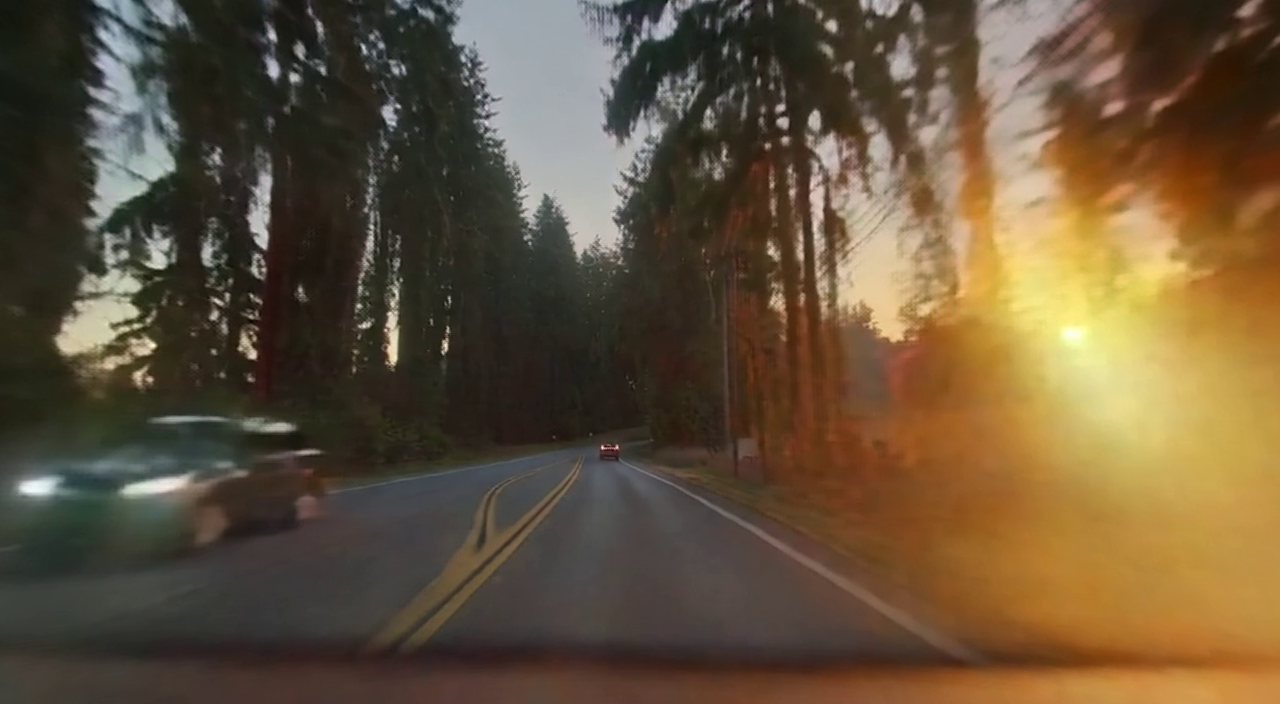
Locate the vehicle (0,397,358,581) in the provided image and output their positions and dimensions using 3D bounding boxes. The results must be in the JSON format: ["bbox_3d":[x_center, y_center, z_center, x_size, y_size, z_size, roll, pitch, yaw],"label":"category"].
[{"bbox_3d":[-5.855,1.655,8.339,2.318,1.754,4.328,0,-9,-1],"label":"vehicle"}]
